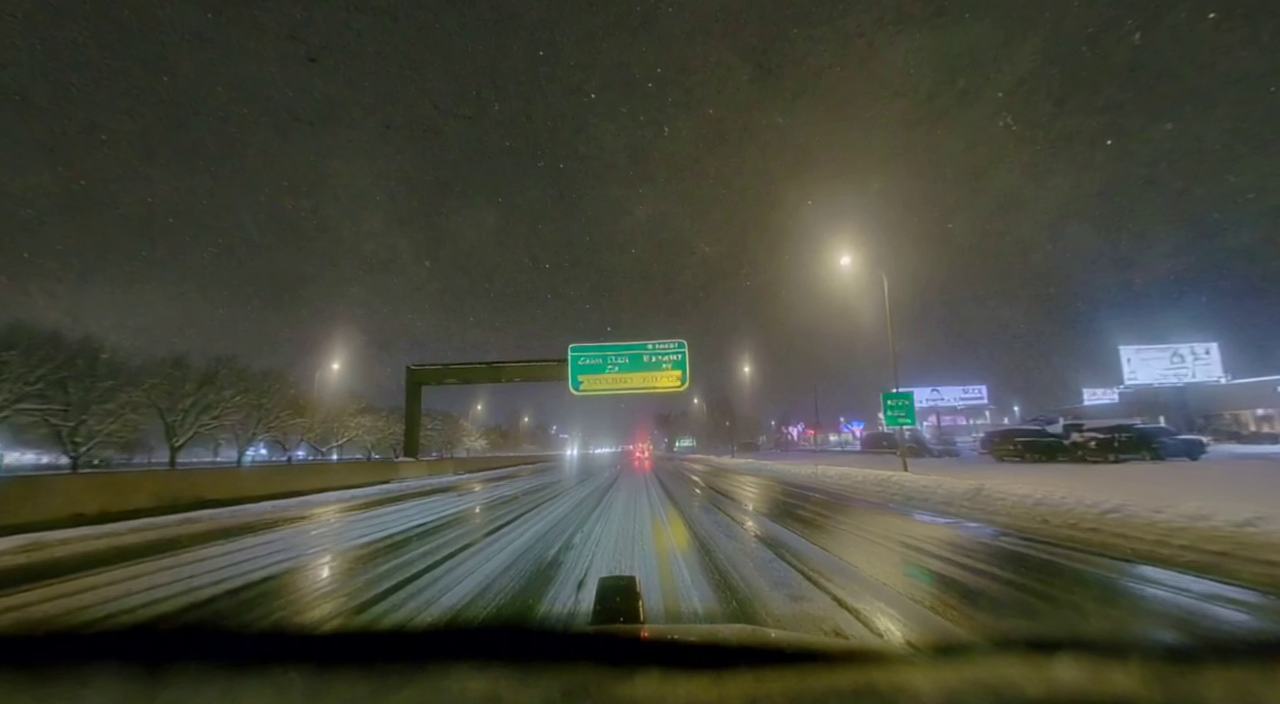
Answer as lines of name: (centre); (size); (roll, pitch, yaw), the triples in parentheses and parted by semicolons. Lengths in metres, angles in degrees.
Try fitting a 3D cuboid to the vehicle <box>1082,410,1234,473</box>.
vehicle: (37.918, 6.695, 46.721); (2.959, 4.000, 8.873); (-4, -9, -3)
